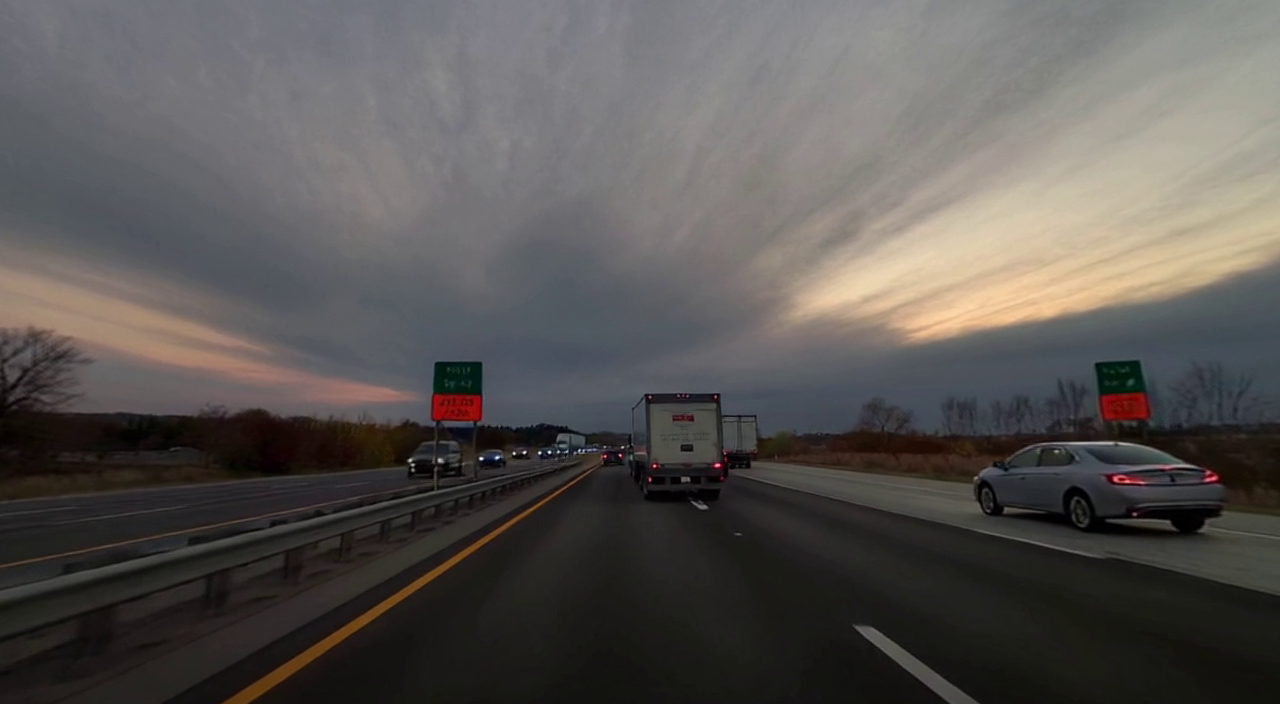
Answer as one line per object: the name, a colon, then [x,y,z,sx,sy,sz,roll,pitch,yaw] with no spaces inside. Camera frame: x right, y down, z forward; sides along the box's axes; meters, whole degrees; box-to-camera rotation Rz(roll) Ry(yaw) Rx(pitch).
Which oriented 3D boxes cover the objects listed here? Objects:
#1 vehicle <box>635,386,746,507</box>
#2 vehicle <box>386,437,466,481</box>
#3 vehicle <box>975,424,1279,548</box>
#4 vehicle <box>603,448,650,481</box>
vehicle: [1.408,2.629,17.425,2.506,2.743,6.093,-1,-9,5]
vehicle: [-9.964,5.013,29.638,2.140,1.901,4.718,0,-9,-1]
vehicle: [7.378,1.988,9.866,1.988,1.534,3.763,0,-9,-2]
vehicle: [-0.605,5.068,28.472,1.985,1.371,3.674,0,-9,-1]
